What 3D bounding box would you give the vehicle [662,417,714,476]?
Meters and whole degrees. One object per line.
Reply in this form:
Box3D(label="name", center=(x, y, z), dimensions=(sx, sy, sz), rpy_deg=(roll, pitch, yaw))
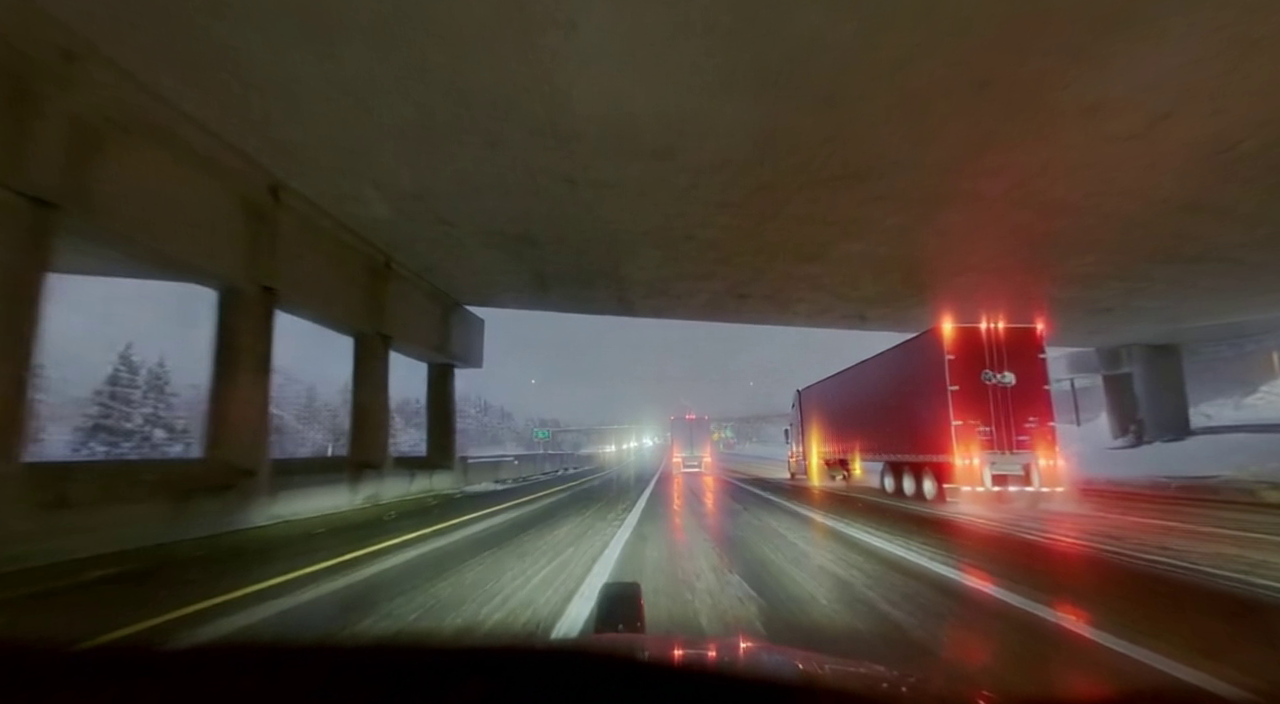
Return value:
Box3D(label="vehicle", center=(3.471, 6.939, 46.165), dimensions=(3.244, 3.713, 12.155), rpy_deg=(-1, -9, 4))
